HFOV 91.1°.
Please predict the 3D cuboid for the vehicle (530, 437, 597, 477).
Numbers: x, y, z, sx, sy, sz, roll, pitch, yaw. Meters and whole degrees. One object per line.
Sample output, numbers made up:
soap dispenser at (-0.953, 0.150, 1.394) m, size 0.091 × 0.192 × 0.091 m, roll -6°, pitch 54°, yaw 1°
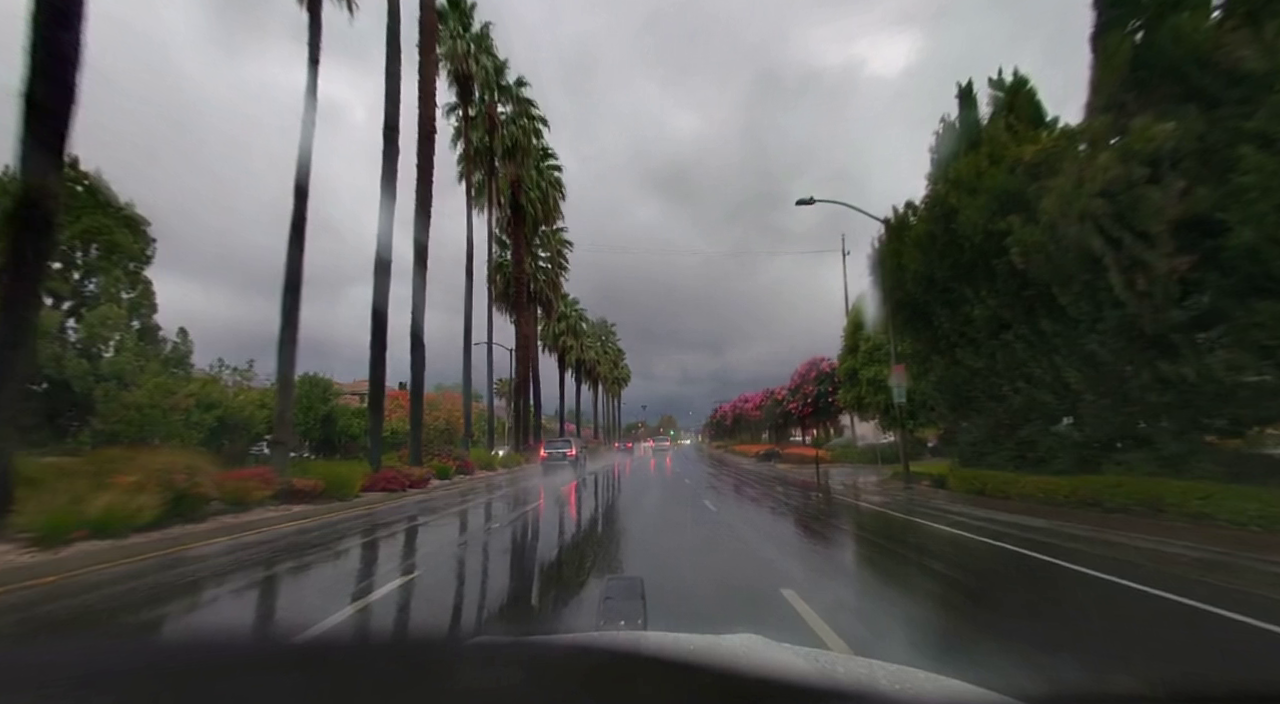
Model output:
vehicle at (-3.015, 4.280, 25.759) m, size 2.036 × 1.478 × 4.508 m, roll 0°, pitch -8°, yaw 2°
